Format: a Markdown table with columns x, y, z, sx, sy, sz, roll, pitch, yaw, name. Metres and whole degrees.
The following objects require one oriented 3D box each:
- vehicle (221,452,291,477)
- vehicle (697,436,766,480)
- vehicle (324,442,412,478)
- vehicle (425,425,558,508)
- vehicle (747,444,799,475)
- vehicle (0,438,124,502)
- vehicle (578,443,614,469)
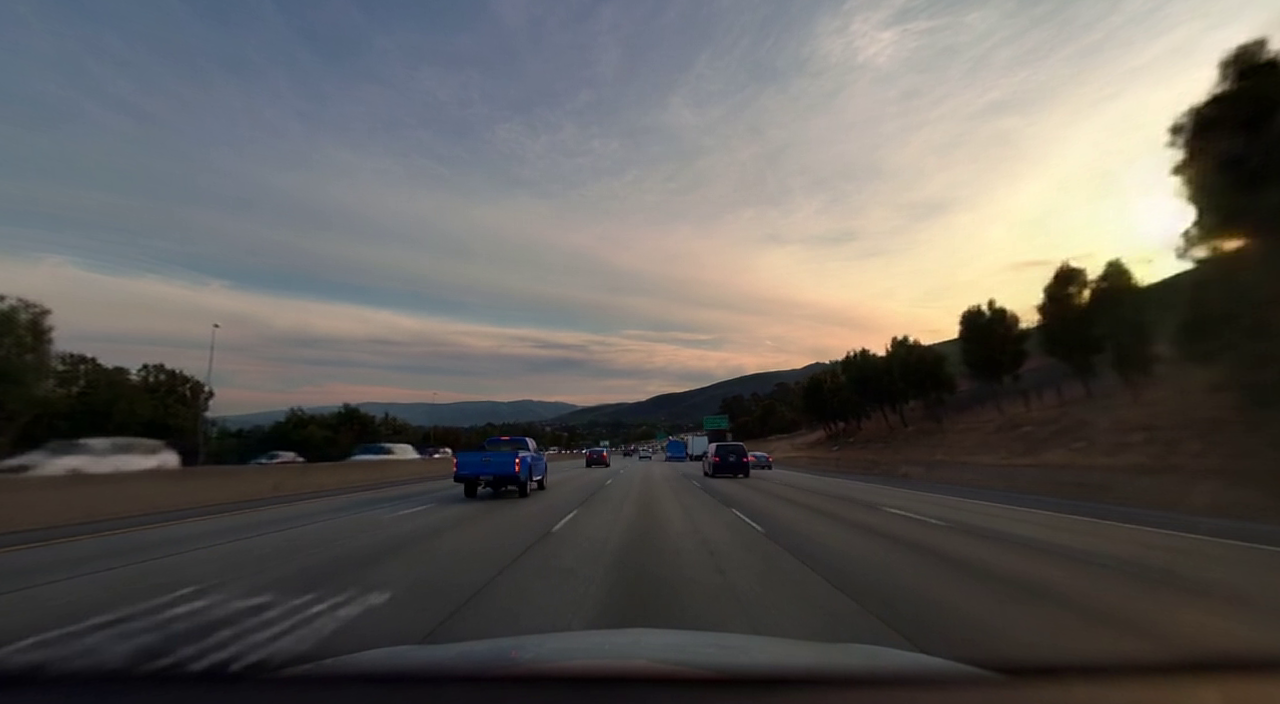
| x | y | z | sx | sy | sz | roll | pitch | yaw | name |
| --- | --- | --- | --- | --- | --- | --- | --- | --- | --- |
| -25.155 | 7.353 | 41.542 | 1.769 | 1.450 | 4.479 | 0 | -8 | 1 | vehicle |
| 4.329 | 5.109 | 30.805 | 2.424 | 1.952 | 5.611 | 0 | -8 | -1 | vehicle |
| -13.054 | 5.185 | 30.684 | 2.126 | 1.607 | 4.817 | 0 | -8 | 0 | vehicle |
| -3.708 | 2.968 | 16.906 | 2.227 | 1.853 | 5.161 | 0 | -8 | 1 | vehicle |
| 7.989 | 6.471 | 38.244 | 2.104 | 1.724 | 4.701 | 0 | -8 | 0 | vehicle |
| -17.134 | 3.192 | 17.396 | 1.963 | 1.590 | 4.486 | 0 | -8 | 1 | vehicle |
| -3.187 | 7.611 | 46.534 | 2.235 | 1.785 | 4.386 | 0 | -8 | 1 | vehicle |
